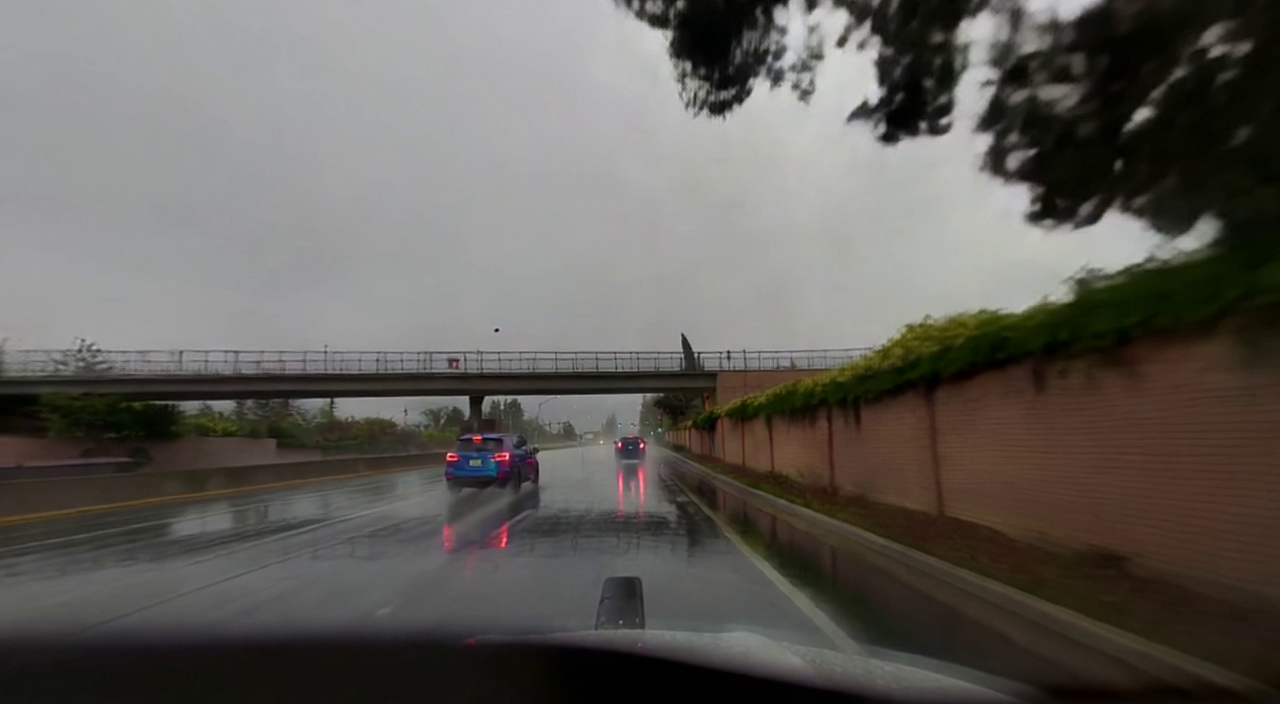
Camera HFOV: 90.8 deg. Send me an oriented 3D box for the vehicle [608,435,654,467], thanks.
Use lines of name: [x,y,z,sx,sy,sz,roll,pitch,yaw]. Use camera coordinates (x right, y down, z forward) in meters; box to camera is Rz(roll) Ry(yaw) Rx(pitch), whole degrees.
vehicle: [-0.460,5.026,32.235,2.205,1.509,4.272,0,-8,-1]

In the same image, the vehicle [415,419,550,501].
vehicle: [-3.822,2.738,16.327,2.223,1.771,4.581,-1,-8,1]
